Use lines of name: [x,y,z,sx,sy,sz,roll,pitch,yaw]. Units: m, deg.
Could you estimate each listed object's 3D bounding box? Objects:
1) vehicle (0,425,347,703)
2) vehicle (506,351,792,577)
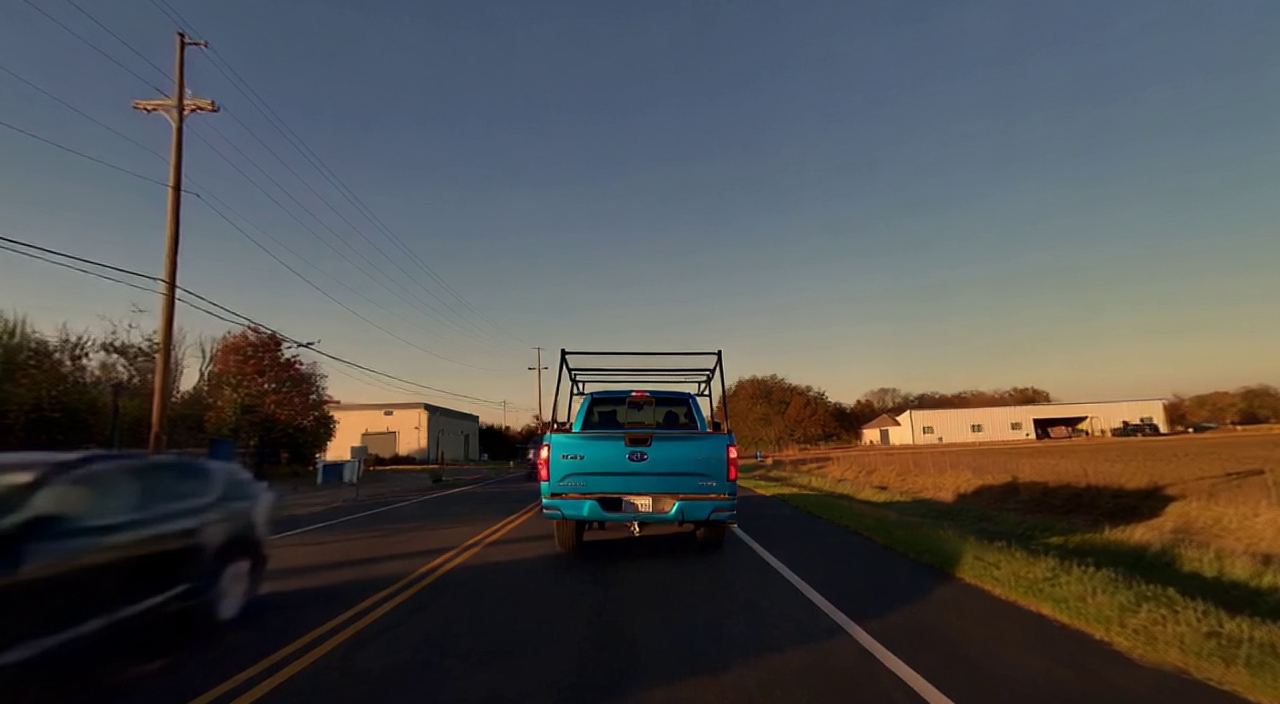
vehicle: [-4.072,1.287,4.352,2.014,1.459,4.349,0,-8,0]
vehicle: [-0.002,1.673,10.203,2.912,2.320,7.292,0,-8,-2]
